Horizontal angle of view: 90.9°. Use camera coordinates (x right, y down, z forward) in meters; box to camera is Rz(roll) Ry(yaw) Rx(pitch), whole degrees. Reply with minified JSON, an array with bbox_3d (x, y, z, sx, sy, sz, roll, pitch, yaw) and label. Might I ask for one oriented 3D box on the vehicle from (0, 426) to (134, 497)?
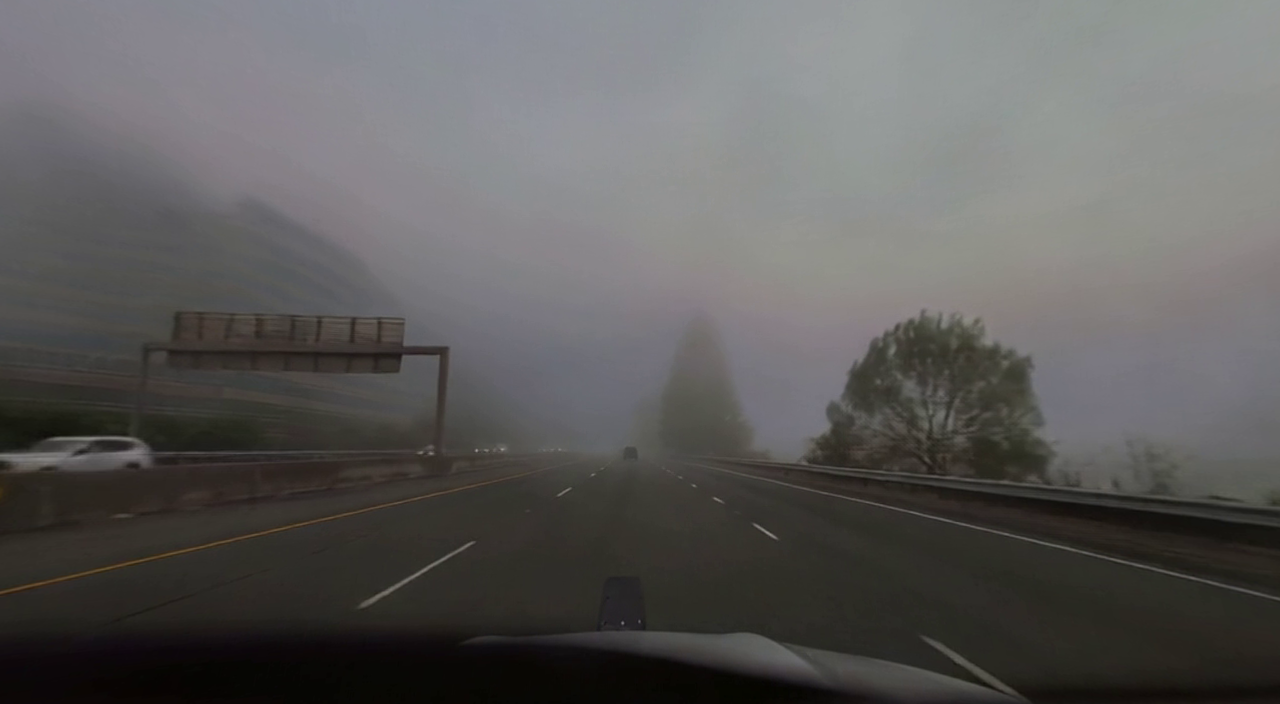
[{"bbox_3d":[-14.458,2.529,14.668,1.878,1.478,4.122,0,-9,0],"label":"vehicle"}]
